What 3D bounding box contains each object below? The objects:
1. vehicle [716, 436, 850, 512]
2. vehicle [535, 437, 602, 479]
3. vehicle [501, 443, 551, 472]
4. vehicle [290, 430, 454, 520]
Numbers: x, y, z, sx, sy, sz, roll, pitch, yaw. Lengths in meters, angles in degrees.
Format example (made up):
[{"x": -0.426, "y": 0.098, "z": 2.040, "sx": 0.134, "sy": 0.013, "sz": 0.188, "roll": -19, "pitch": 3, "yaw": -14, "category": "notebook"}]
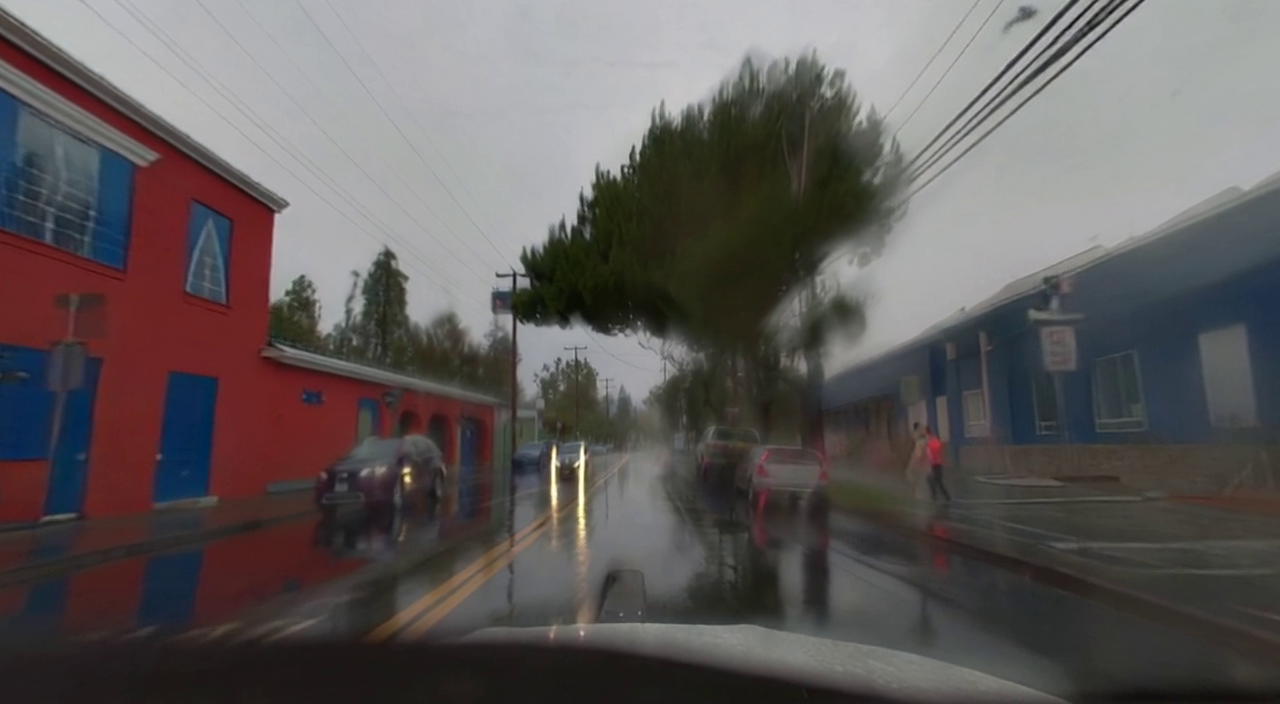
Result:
[{"x": 3.098, "y": 2.734, "z": 14.749, "sx": 1.966, "sy": 1.471, "sz": 4.552, "roll": 0, "pitch": -8, "yaw": -1, "category": "vehicle"}, {"x": -2.750, "y": 4.204, "z": 25.353, "sx": 2.036, "sy": 1.515, "sz": 4.437, "roll": -1, "pitch": -8, "yaw": 2, "category": "vehicle"}, {"x": -6.289, "y": 5.852, "z": 35.356, "sx": 1.844, "sy": 1.486, "sz": 4.474, "roll": -1, "pitch": -8, "yaw": 2, "category": "vehicle"}, {"x": -6.351, "y": 2.894, "z": 15.601, "sx": 2.140, "sy": 1.746, "sz": 4.385, "roll": -4, "pitch": -7, "yaw": 0, "category": "vehicle"}]
